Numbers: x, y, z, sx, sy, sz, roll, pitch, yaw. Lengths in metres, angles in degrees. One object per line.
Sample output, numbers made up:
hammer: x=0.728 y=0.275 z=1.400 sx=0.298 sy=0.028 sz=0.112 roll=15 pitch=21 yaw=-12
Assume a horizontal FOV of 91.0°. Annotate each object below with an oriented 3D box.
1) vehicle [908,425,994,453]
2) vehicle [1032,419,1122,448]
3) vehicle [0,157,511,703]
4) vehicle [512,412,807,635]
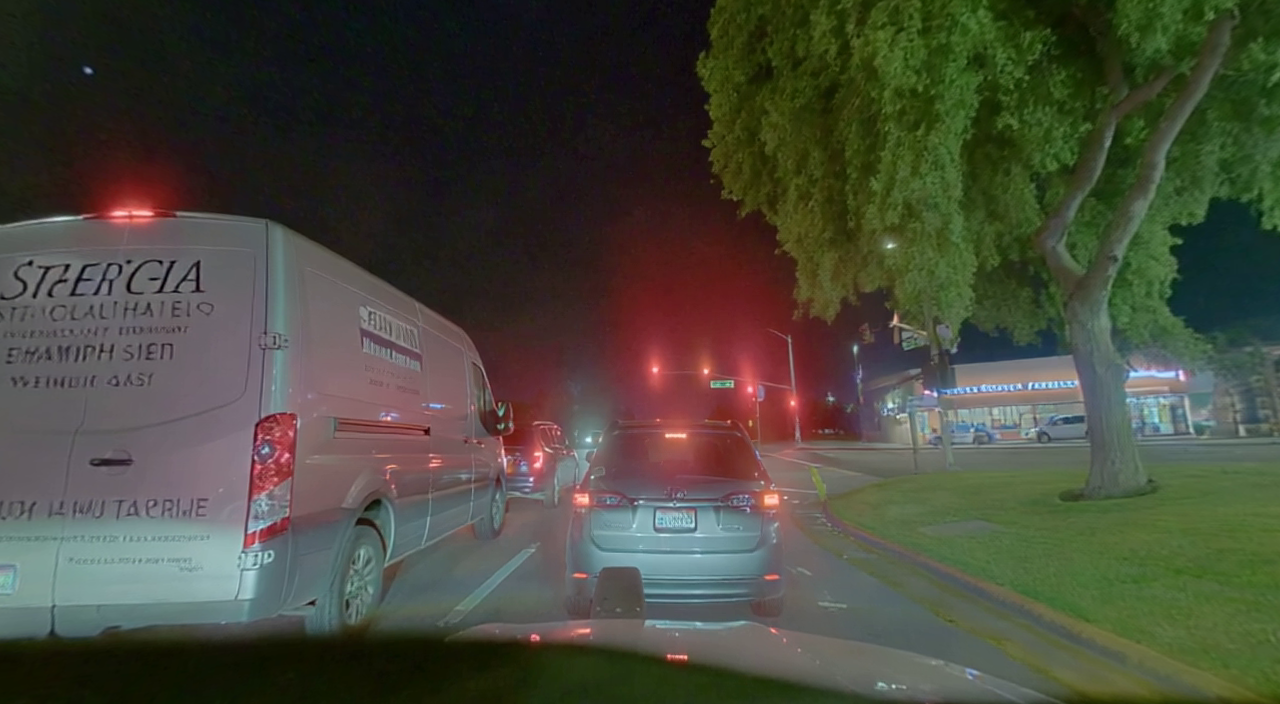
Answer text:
vehicle: x=21.935 y=6.164 z=44.495 sx=5.021 sy=1.848 sz=2.210 roll=1 pitch=-9 yaw=-9
vehicle: x=32.028 y=6.015 z=46.147 sx=5.084 sy=2.041 sz=2.360 roll=2 pitch=-9 yaw=-10
vehicle: x=-3.118 y=0.912 z=5.852 sx=2.555 sy=3.035 sz=5.702 roll=0 pitch=-8 yaw=0
vehicle: x=0.299 y=1.706 z=7.337 sx=2.398 sy=1.773 sz=4.254 roll=-1 pitch=-8 yaw=4
